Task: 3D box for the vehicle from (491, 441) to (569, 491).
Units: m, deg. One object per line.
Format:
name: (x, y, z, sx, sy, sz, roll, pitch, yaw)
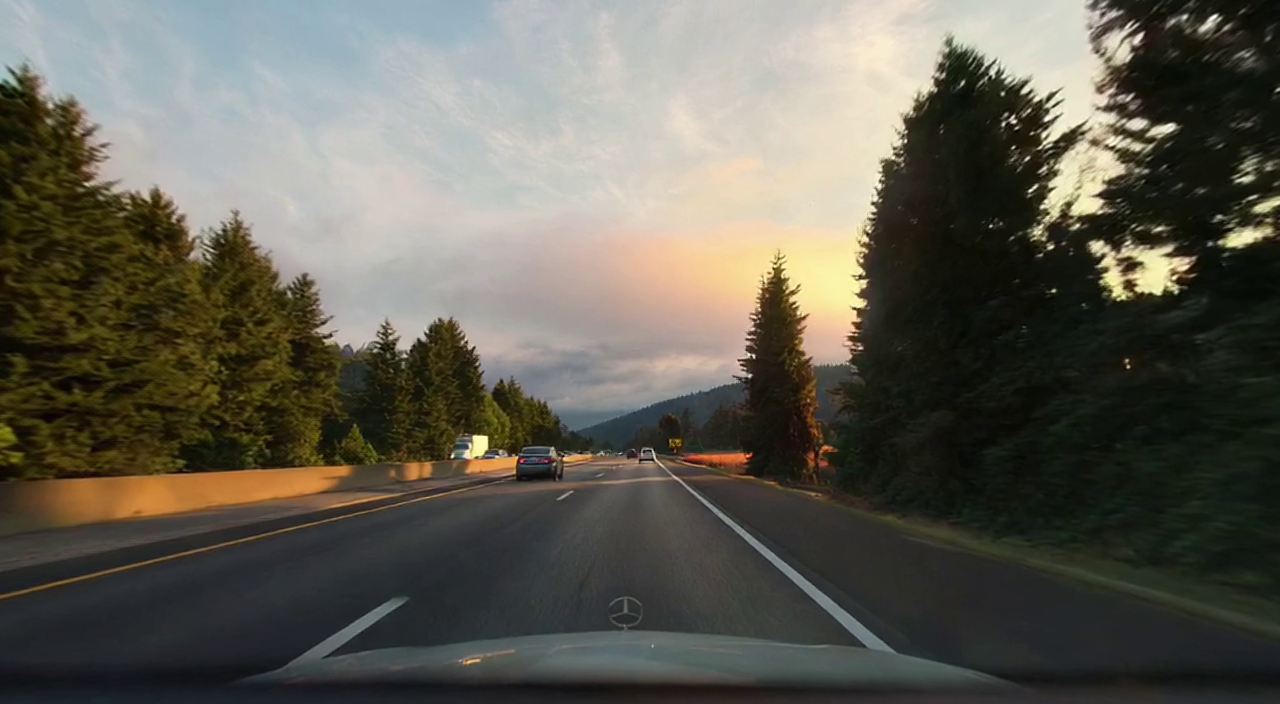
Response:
vehicle: (-3.976, 4.200, 23.583, 2.095, 1.664, 4.305, 0, -9, 1)
